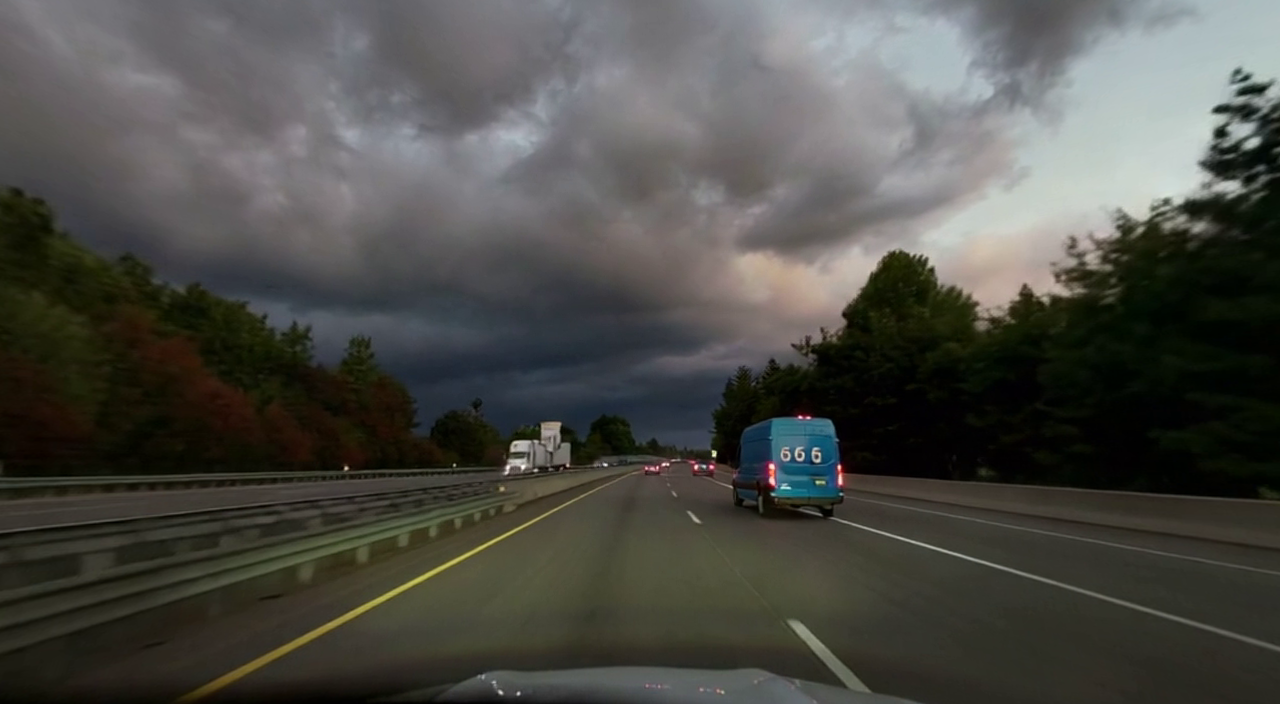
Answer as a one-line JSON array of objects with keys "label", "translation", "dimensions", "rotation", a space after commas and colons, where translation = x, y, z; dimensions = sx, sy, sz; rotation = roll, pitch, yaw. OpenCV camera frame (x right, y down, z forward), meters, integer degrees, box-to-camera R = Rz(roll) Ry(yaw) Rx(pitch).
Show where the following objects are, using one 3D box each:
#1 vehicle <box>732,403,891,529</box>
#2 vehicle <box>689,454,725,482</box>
[{"label": "vehicle", "translation": [4.013, 2.925, 16.171], "dimensions": [2.366, 2.595, 5.793], "rotation": [1, -11, -1]}, {"label": "vehicle", "translation": [4.978, 8.722, 47.379], "dimensions": [2.224, 1.997, 4.652], "rotation": [0, -11, 1]}]
